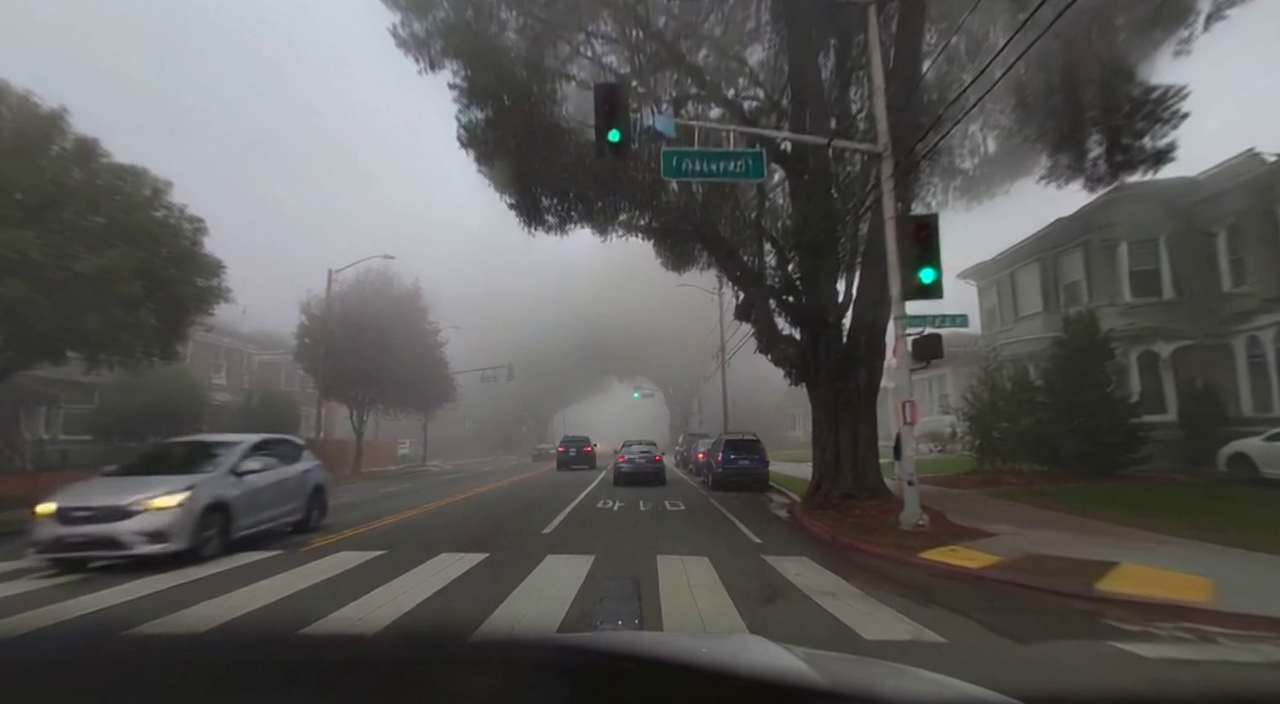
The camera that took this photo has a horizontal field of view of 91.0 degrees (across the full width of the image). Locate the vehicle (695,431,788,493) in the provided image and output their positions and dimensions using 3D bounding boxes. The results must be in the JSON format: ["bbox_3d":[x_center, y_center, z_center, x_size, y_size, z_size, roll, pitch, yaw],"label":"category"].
[{"bbox_3d":[2.856,3.168,18.607,1.905,1.589,4.028,0,-8,-3],"label":"vehicle"}]

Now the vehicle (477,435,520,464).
[{"bbox_3d":[-9.348,6.424,41.861,1.850,1.720,4.237,-2,-8,0],"label":"vehicle"}]

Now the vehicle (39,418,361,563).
[{"bbox_3d":[-6.110,1.909,9.517,1.976,1.689,4.071,0,-8,-2],"label":"vehicle"}]

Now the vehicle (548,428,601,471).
[{"bbox_3d":[-2.971,4.521,29.380,1.983,1.841,4.013,0,-8,1],"label":"vehicle"}]

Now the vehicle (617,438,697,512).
[{"bbox_3d":[0.286,2.654,14.066,1.485,1.385,3.283,2,-8,-3],"label":"vehicle"}]
